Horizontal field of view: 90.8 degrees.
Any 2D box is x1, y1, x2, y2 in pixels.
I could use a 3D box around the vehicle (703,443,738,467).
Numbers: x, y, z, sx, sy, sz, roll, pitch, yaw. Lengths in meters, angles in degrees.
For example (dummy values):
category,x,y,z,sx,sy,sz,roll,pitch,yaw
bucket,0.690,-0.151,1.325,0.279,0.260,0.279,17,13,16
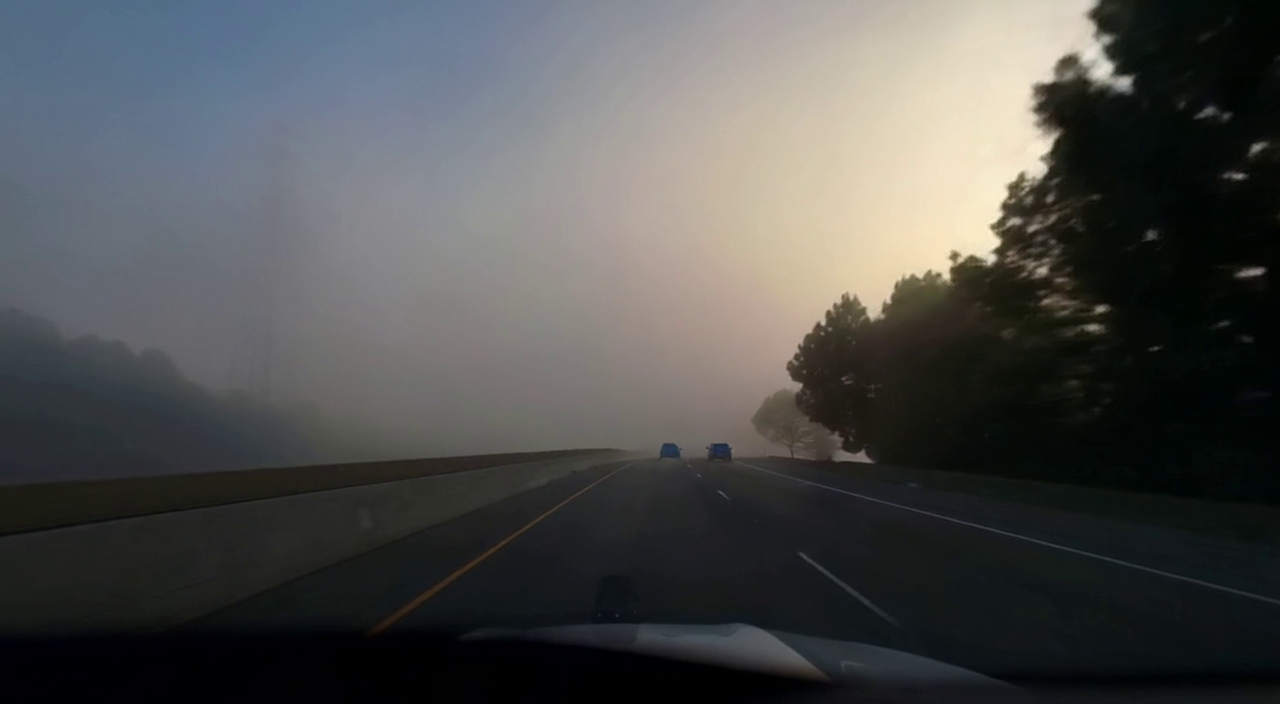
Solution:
category,x,y,z,sx,sy,sz,roll,pitch,yaw
vehicle,5.493,7.022,43.419,2.030,1.526,4.165,0,-8,3
